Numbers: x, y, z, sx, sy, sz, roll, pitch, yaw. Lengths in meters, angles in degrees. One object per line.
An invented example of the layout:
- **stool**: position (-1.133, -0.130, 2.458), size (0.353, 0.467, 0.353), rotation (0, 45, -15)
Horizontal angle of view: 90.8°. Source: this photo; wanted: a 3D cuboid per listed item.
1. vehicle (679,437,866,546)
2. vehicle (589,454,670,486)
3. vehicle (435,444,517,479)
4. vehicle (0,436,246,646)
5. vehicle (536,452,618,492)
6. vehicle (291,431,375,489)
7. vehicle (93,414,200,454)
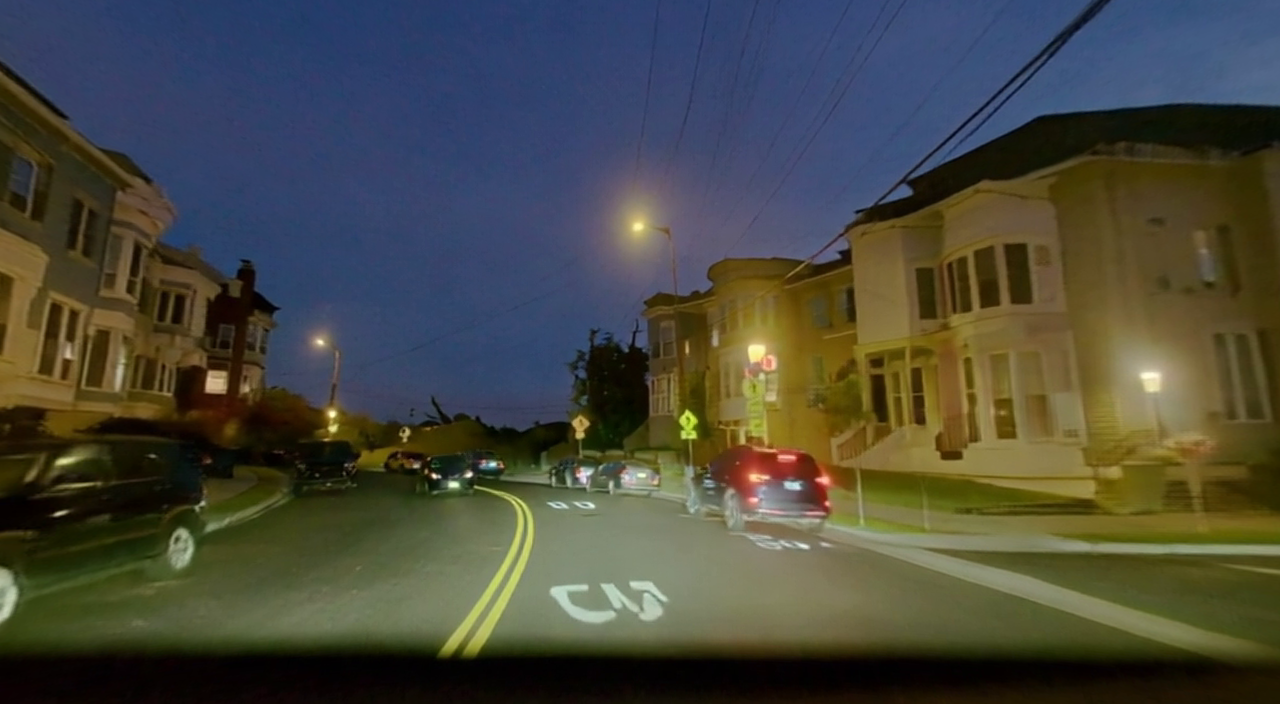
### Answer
- **vehicle**: position (2.360, 2.633, 12.683), size (1.994, 1.682, 4.750), rotation (4, -9, -10)
- **vehicle**: position (-0.568, 6.558, 35.314), size (4.163, 1.586, 2.023), rotation (7, -11, -39)
- **vehicle**: position (-10.270, 6.783, 39.297), size (2.449, 1.869, 5.504), rotation (15, -16, -41)
- **vehicle**: position (-6.266, 1.729, 6.257), size (2.023, 1.674, 4.556), rotation (-1, -8, -4)
- **vehicle**: position (-2.904, 5.267, 28.037), size (1.923, 1.531, 4.568), rotation (8, -11, -27)
- **vehicle**: position (-11.440, 4.059, 23.521), size (2.378, 1.840, 5.389), rotation (6, -12, -26)
- **vehicle**: position (-26.483, 4.468, 34.003), size (1.861, 1.569, 4.064), rotation (-11, -20, 41)
